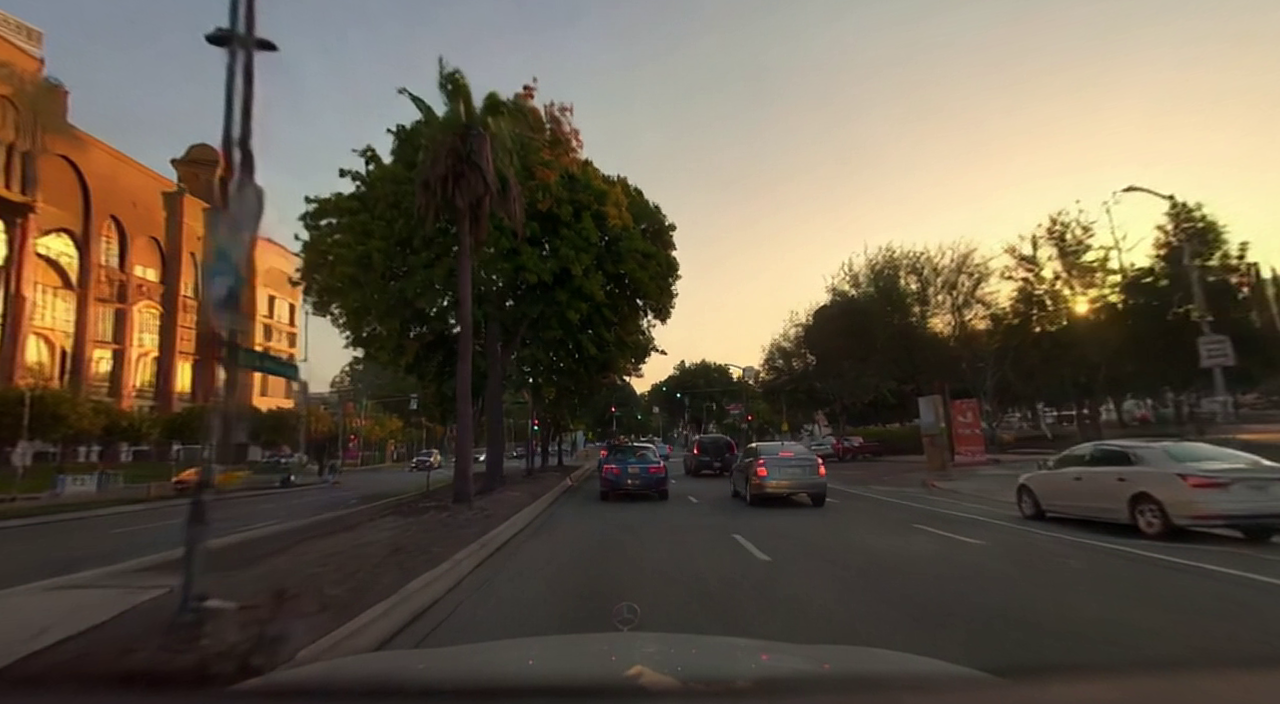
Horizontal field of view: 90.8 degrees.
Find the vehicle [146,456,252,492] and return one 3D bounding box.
[{"bbox_3d":[-20.875,5.769,30.152,1.935,1.479,4.453,0,-8,-2],"label":"vehicle"}]

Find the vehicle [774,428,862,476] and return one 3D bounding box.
[{"bbox_3d":[7.840,4.414,28.430,2.200,1.933,5.123,0,-7,-3],"label":"vehicle"}]

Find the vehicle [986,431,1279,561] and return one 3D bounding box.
[{"bbox_3d":[8.152,2.096,10.247,1.970,1.559,4.911,0,-8,-5],"label":"vehicle"}]

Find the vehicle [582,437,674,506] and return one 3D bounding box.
[{"bbox_3d":[-0.307,2.948,16.047,2.050,1.521,3.747,0,-8,-1],"label":"vehicle"}]

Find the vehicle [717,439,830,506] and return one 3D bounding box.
[{"bbox_3d":[3.238,2.986,16.244,1.833,1.465,4.258,0,-8,-2],"label":"vehicle"}]

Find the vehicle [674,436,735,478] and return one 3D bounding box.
[{"bbox_3d":[3.122,5.332,32.549,2.127,1.854,7.971,0,-8,-1],"label":"vehicle"}]
